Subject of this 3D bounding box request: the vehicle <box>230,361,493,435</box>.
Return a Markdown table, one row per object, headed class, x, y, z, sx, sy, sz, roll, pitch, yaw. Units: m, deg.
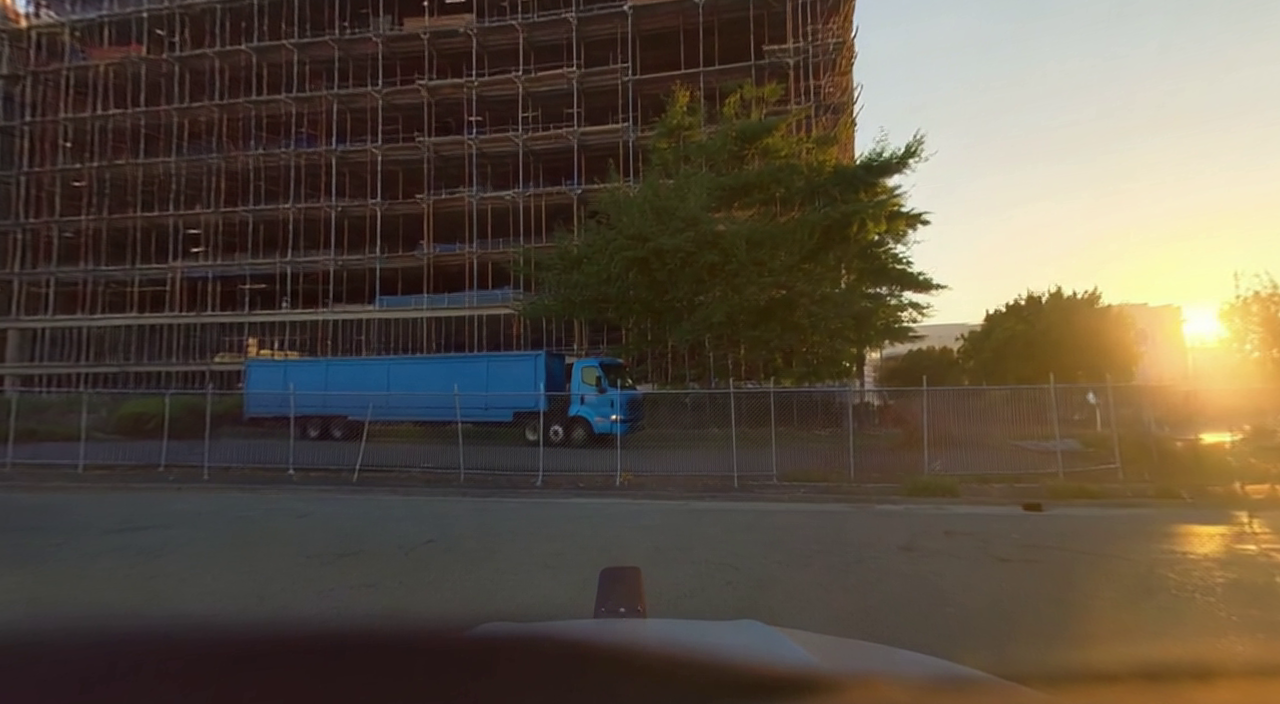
| class | x | y | z | sx | sy | sz | roll | pitch | yaw |
| --- | --- | --- | --- | --- | --- | --- | --- | --- | --- |
| vehicle | -16.214 | 2.846 | 37.818 | 14.067 | 4.099 | 2.832 | 1 | -9 | -5 |
